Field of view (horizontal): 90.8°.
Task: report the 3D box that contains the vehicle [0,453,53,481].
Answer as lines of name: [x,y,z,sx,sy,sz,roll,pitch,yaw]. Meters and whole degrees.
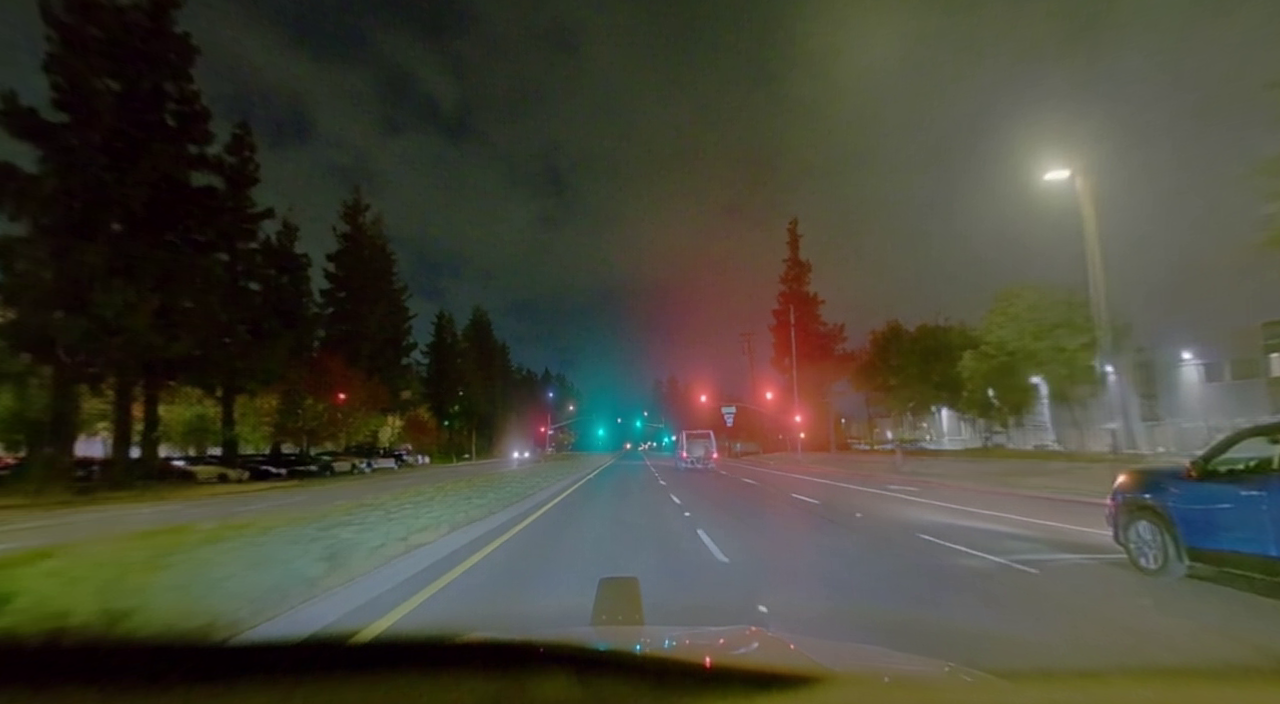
vehicle: [-41.615,7.485,41.186,4.562,1.756,2.075,0,-9,1]

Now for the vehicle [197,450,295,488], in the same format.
vehicle: [-19.607,5.806,31.709,1.985,1.667,4.622,0,-8,-1]

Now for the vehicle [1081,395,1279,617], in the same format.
vehicle: [6.120,1.202,4.895,2.012,1.754,4.635,0,-8,0]

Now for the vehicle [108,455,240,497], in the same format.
vehicle: [-19.149,5.096,26.283,2.048,1.493,4.588,0,-8,-1]

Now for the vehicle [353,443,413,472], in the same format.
vehicle: [-19.701,8.081,48.749,2.281,2.035,5.418,0,-8,1]
